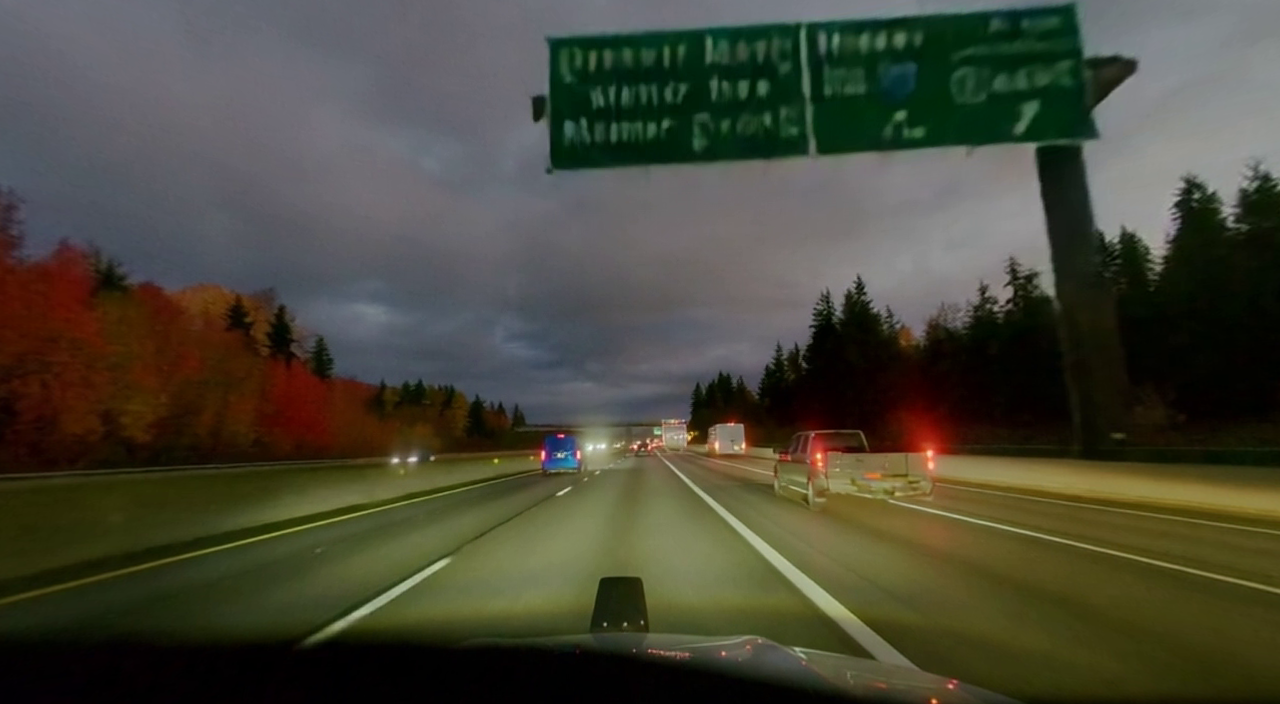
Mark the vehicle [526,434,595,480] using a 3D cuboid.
[{"bbox_3d":[-3.112,4.239,25.659,2.177,1.707,4.432,0,-8,1],"label":"vehicle"}]
